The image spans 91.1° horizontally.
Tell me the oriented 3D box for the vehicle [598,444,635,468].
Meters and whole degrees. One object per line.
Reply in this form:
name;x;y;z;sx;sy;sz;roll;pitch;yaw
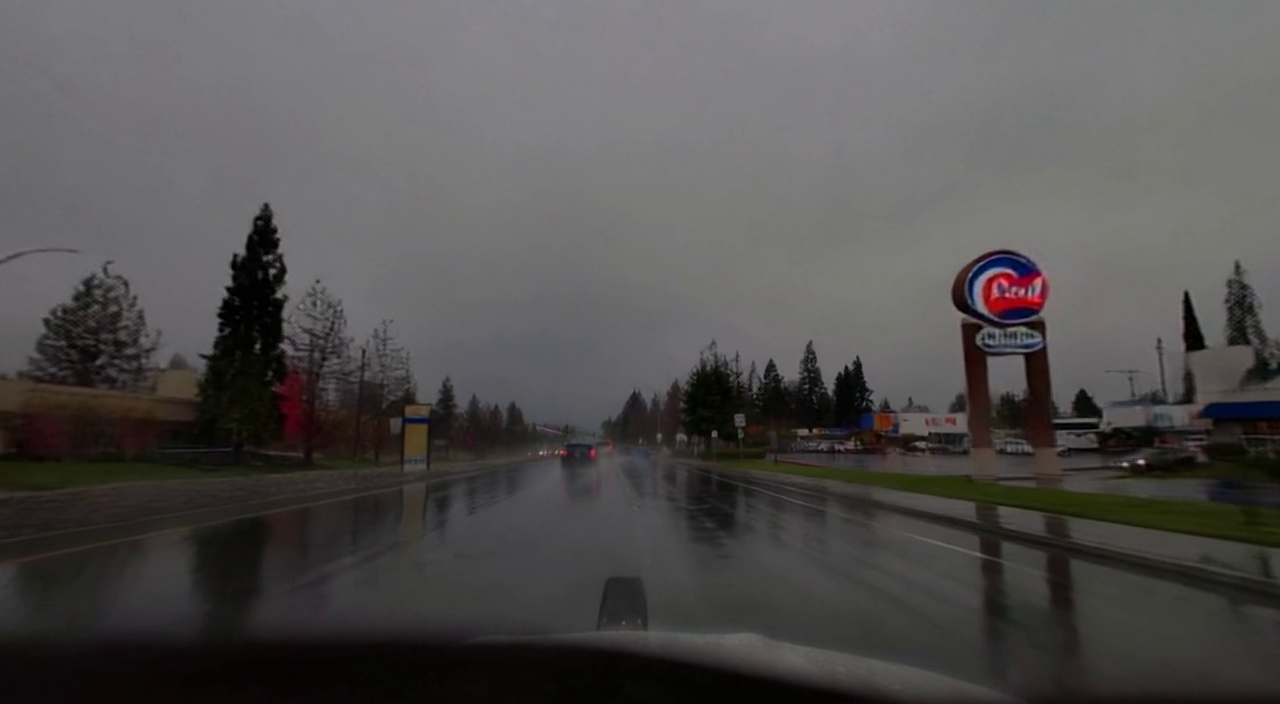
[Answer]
vehicle;-1.574;6.741;40.996;2.113;1.446;4.309;1;-8;-6

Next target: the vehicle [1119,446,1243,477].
vehicle;26.256;5.311;30.570;4.375;1.400;2.017;1;-8;-6

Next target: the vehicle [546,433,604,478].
vehicle;-2.904;4.799;29.327;2.222;1.899;5.006;0;-8;0
